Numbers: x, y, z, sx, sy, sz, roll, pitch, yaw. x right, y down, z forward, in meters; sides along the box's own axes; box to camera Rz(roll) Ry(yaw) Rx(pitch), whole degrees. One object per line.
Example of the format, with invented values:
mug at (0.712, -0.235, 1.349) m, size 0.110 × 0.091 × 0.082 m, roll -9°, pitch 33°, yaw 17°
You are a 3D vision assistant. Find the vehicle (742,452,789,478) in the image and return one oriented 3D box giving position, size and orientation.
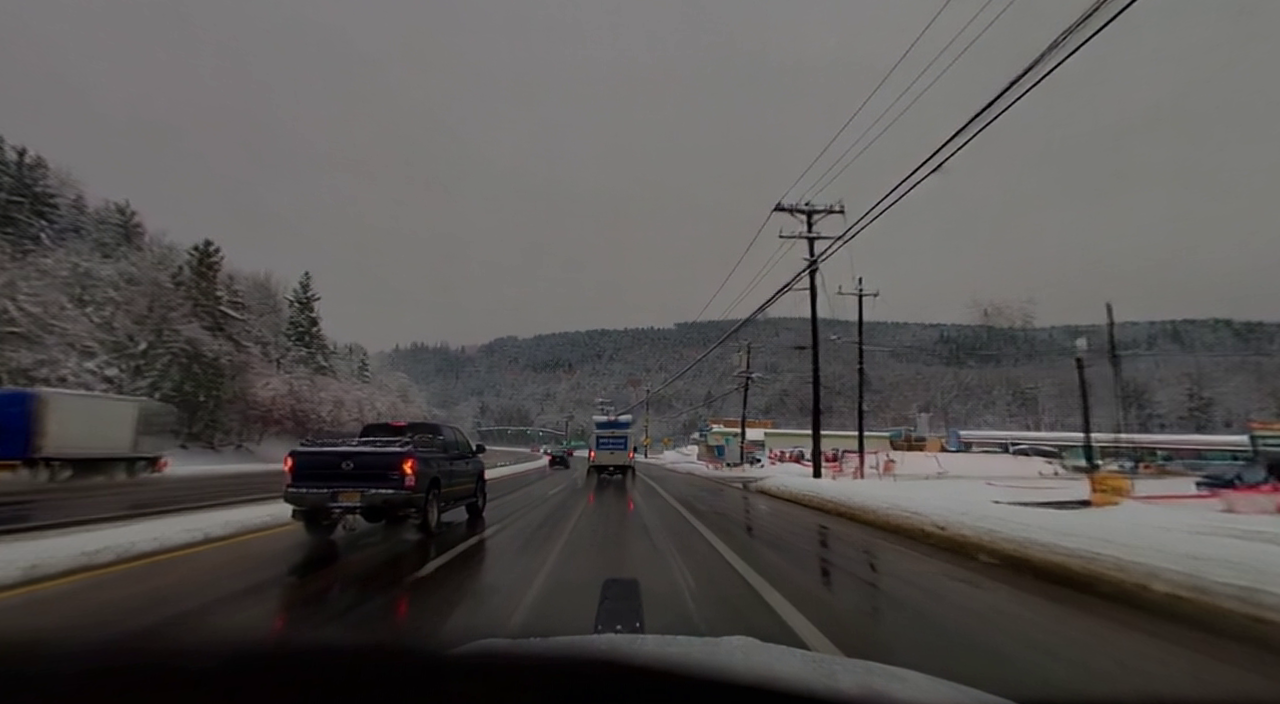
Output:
vehicle at (7.950, 7.190, 40.377) m, size 1.933 × 1.480 × 4.249 m, roll 2°, pitch -10°, yaw -3°

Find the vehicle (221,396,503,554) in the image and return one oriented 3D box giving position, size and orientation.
vehicle at (-4.167, 1.994, 10.981) m, size 2.345 × 2.012 × 5.693 m, roll 0°, pitch -9°, yaw -1°

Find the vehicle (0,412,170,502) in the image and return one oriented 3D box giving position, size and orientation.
vehicle at (-17.638, 2.996, 18.059) m, size 2.787 × 2.255 × 7.350 m, roll -1°, pitch -9°, yaw 0°

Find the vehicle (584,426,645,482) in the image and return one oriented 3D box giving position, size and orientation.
vehicle at (-1.185, 4.587, 28.597) m, size 2.486 × 2.280 × 5.291 m, roll 0°, pitch -9°, yaw -3°

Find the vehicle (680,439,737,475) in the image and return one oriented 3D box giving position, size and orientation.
vehicle at (4.496, 7.061, 42.825) m, size 2.706 × 2.199 × 6.527 m, roll 1°, pitch -9°, yaw -5°
